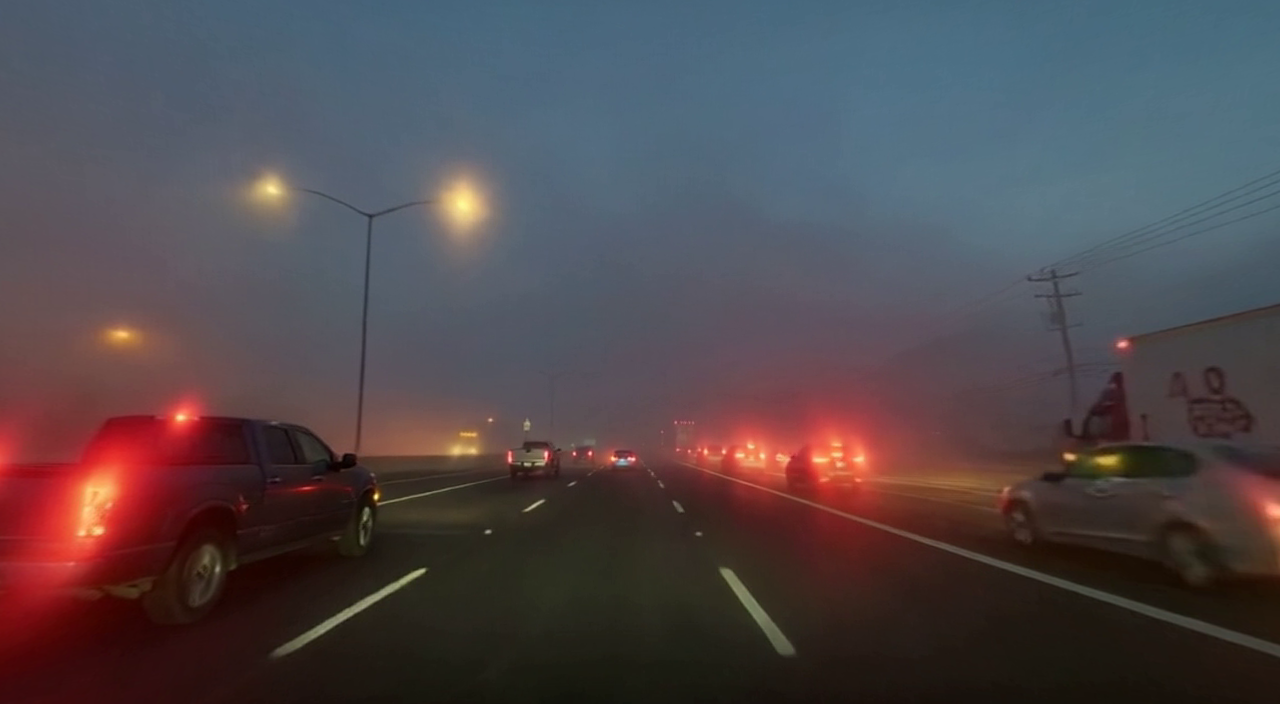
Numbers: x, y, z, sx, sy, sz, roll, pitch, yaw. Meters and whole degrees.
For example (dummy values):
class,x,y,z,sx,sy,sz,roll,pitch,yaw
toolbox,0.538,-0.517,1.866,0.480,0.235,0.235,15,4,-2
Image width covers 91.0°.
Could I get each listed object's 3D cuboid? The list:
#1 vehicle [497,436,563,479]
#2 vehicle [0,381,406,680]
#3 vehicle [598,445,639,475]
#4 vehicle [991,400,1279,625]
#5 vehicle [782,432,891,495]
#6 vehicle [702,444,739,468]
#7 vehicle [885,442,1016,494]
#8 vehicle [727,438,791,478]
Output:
class,x,y,z,sx,sy,sz,roll,pitch,yaw
vehicle,-4.940,4.828,29.070,2.147,1.825,4.602,0,-9,1
vehicle,-4.092,1.341,5.861,2.127,1.705,4.374,0,-9,0
vehicle,-1.122,5.828,34.274,2.060,1.508,4.308,0,-9,-1
vehicle,5.700,1.436,6.268,1.989,1.642,4.082,0,-9,-1
vehicle,5.848,3.376,19.339,1.977,1.705,4.078,0,-9,-1
vehicle,5.703,7.422,45.211,1.978,1.607,4.245,0,-9,-1
vehicle,10.150,3.804,21.087,1.969,1.521,4.580,0,-9,-1
vehicle,5.707,5.137,30.866,2.086,1.783,4.868,1,-9,-2
